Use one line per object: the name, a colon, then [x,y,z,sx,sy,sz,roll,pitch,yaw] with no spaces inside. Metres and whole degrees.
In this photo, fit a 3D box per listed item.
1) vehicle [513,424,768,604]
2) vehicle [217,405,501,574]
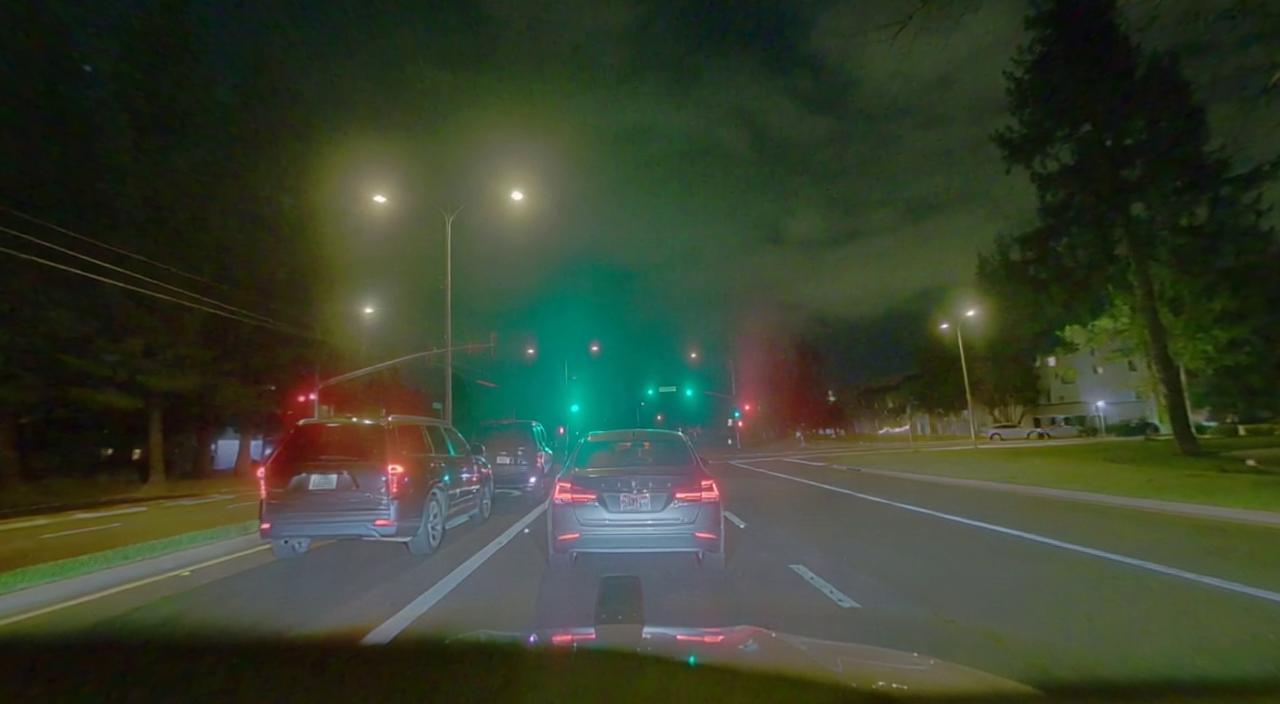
vehicle: [-0.048,1.643,7.325,2.126,1.475,3.967,0,-8,-2]
vehicle: [-3.418,1.754,8.807,2.046,1.751,4.208,0,-8,-1]
